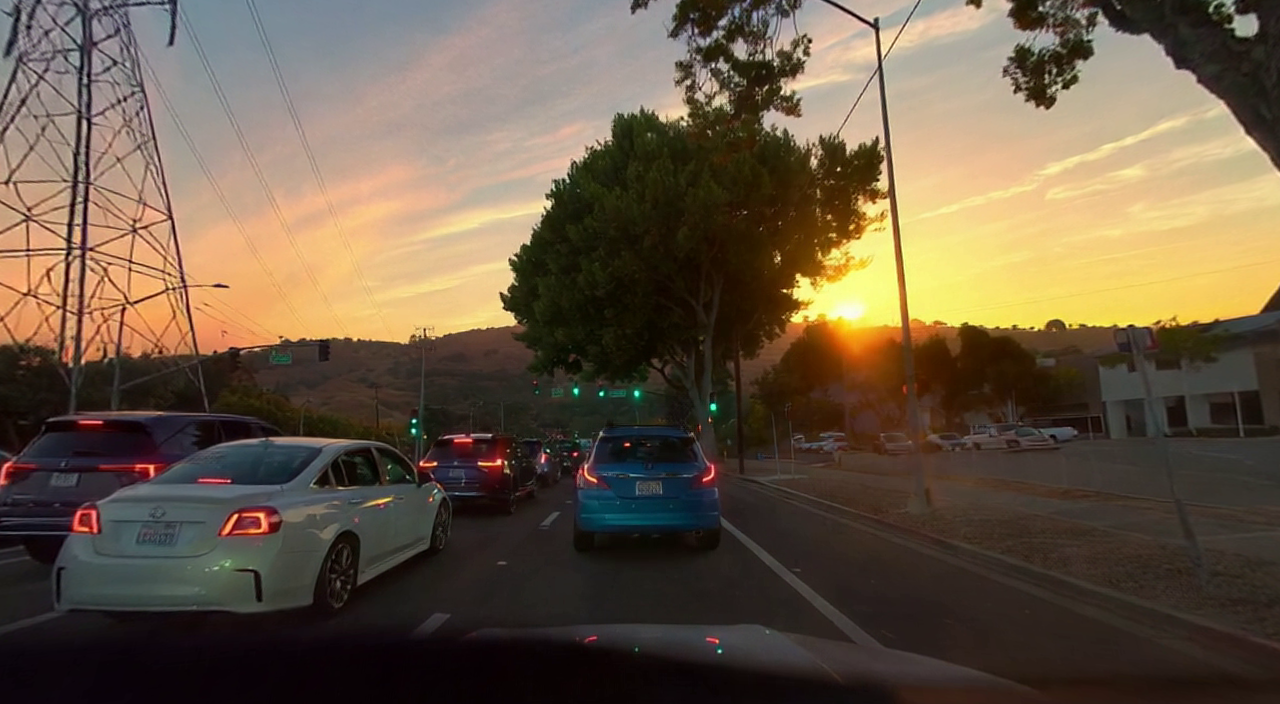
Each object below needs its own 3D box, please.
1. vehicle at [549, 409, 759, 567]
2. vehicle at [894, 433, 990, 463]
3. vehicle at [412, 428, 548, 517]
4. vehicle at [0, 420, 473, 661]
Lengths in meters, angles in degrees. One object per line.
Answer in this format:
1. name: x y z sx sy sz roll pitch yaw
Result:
1. vehicle: 0.085 1.766 8.944 2.239 1.661 4.224 0 -8 -2
2. vehicle: 15.093 4.802 31.705 3.858 1.437 1.899 0 -8 -4
3. vehicle: -3.255 2.522 13.672 1.997 1.636 3.760 0 -8 -1
4. vehicle: -3.175 1.495 6.205 1.973 1.469 4.448 0 -8 -2
